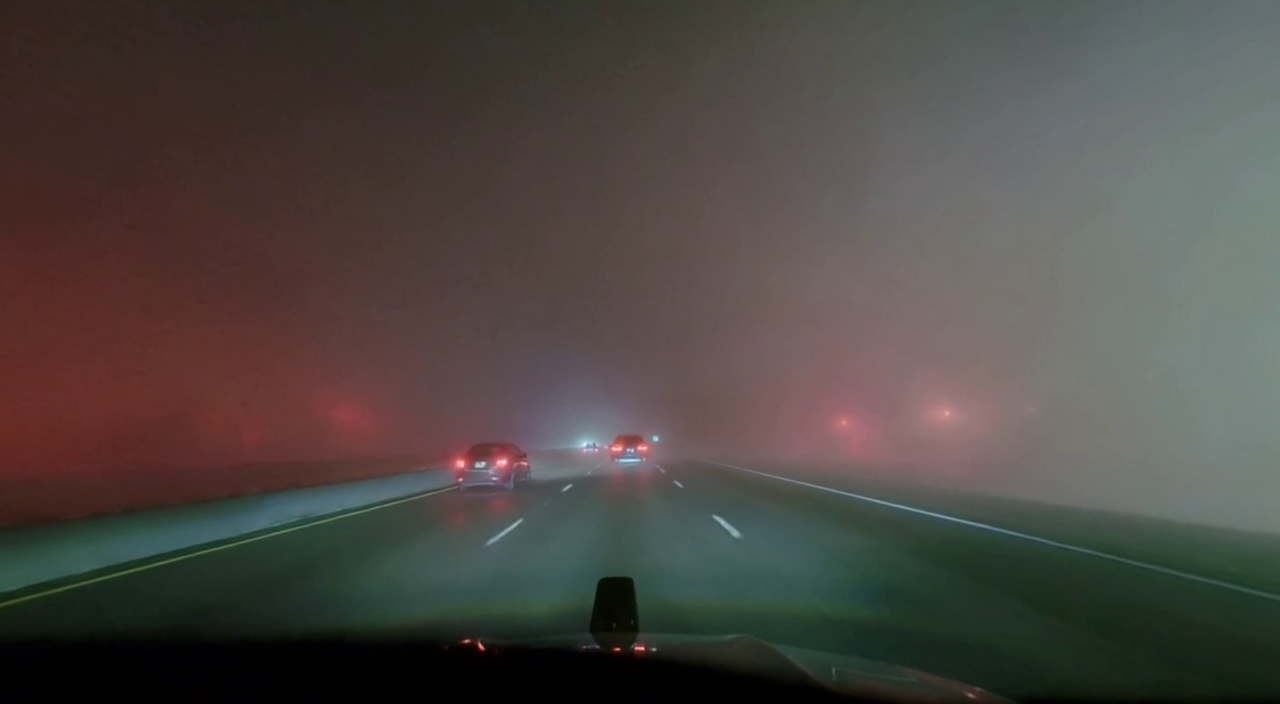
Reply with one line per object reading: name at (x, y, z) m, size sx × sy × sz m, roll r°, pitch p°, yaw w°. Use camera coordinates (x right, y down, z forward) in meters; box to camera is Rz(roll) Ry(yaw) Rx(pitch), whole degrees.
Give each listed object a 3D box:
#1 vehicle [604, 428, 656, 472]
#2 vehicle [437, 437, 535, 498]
vehicle at (-0.511, 4.836, 31.273) m, size 2.382 × 1.973 × 4.439 m, roll 0°, pitch -8°, yaw -2°
vehicle at (-4.325, 3.271, 18.308) m, size 1.945 × 1.550 × 3.780 m, roll -1°, pitch -8°, yaw -1°
